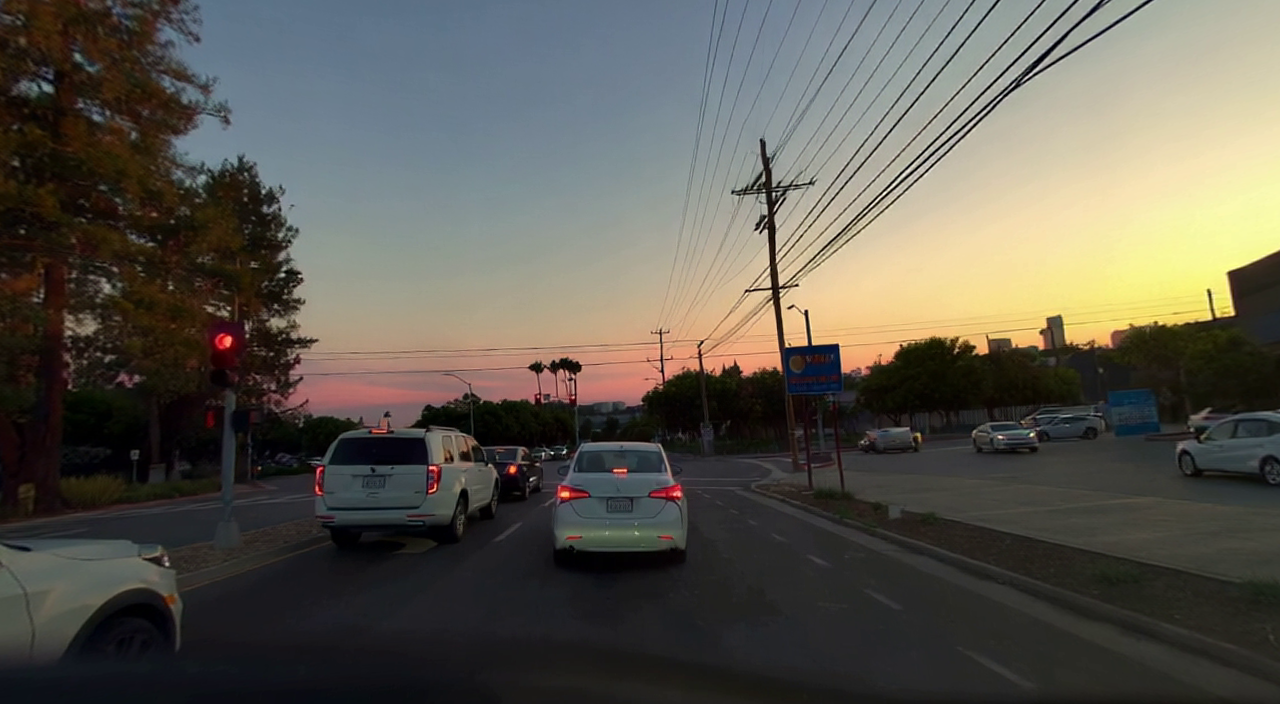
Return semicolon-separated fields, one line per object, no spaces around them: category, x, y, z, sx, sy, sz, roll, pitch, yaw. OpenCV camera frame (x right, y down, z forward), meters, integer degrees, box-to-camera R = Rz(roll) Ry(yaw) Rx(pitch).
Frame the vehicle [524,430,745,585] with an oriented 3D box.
vehicle;-0.102;1.799;8.144;2.121;1.474;3.968;0;-8;-2

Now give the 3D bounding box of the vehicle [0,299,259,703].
vehicle;-3.593;0.628;1.530;2.085;1.943;5.053;0;-8;1

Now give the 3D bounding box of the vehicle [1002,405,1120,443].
vehicle;26.864;4.644;40.508;5.782;2.286;2.223;-1;-9;4

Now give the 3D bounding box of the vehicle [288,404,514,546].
vehicle;-3.843;2.084;11.373;2.147;1.963;4.927;0;-8;0

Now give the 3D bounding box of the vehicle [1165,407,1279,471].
vehicle;17.017;2.540;18.270;1.858;1.622;4.491;-5;-10;28
